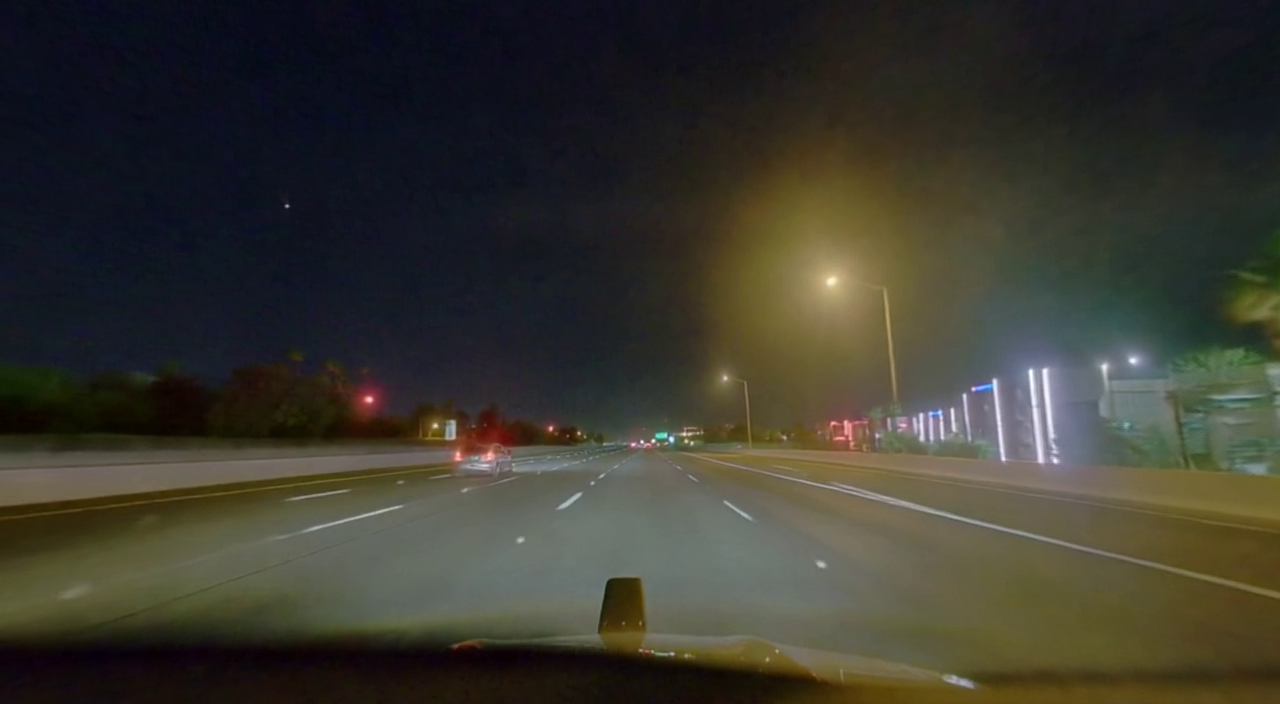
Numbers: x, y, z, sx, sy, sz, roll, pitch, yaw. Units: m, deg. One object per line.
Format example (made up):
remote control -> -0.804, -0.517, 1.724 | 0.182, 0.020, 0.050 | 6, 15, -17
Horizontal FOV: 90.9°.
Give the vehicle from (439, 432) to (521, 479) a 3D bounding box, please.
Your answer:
vehicle -> -6.671, 4.363, 26.879 | 2.145, 1.793, 4.762 | 0, -8, 1
